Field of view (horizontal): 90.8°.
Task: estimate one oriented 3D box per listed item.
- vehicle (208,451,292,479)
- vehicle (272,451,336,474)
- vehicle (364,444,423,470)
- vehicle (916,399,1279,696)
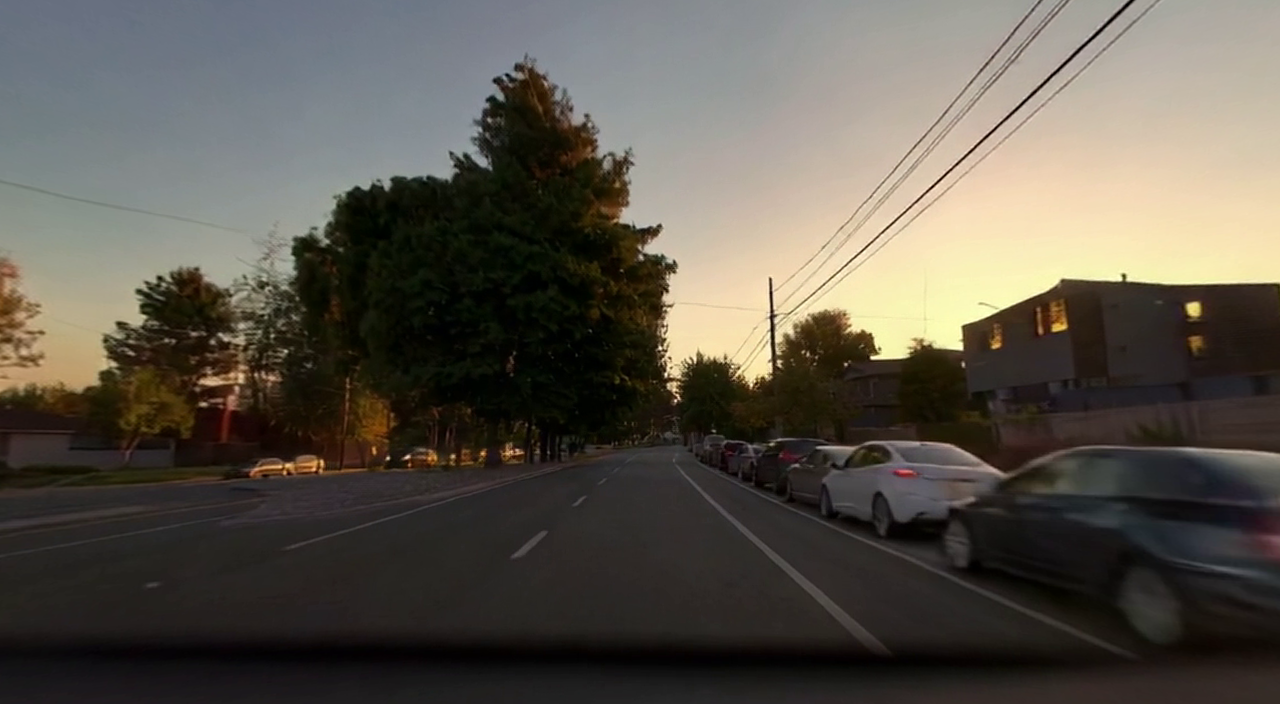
[{"bbox_3d":[-22.945,6.651,37.435,1.931,1.500,4.688,0,-9,1],"label":"vehicle"},{"bbox_3d":[-22.769,7.499,43.005,1.805,1.446,4.556,0,-9,0],"label":"vehicle"},{"bbox_3d":[-15.826,6.759,40.835,1.973,1.522,4.188,-1,-9,3],"label":"vehicle"},{"bbox_3d":[4.252,1.254,4.904,1.927,1.517,4.981,0,-8,-1],"label":"vehicle"}]
